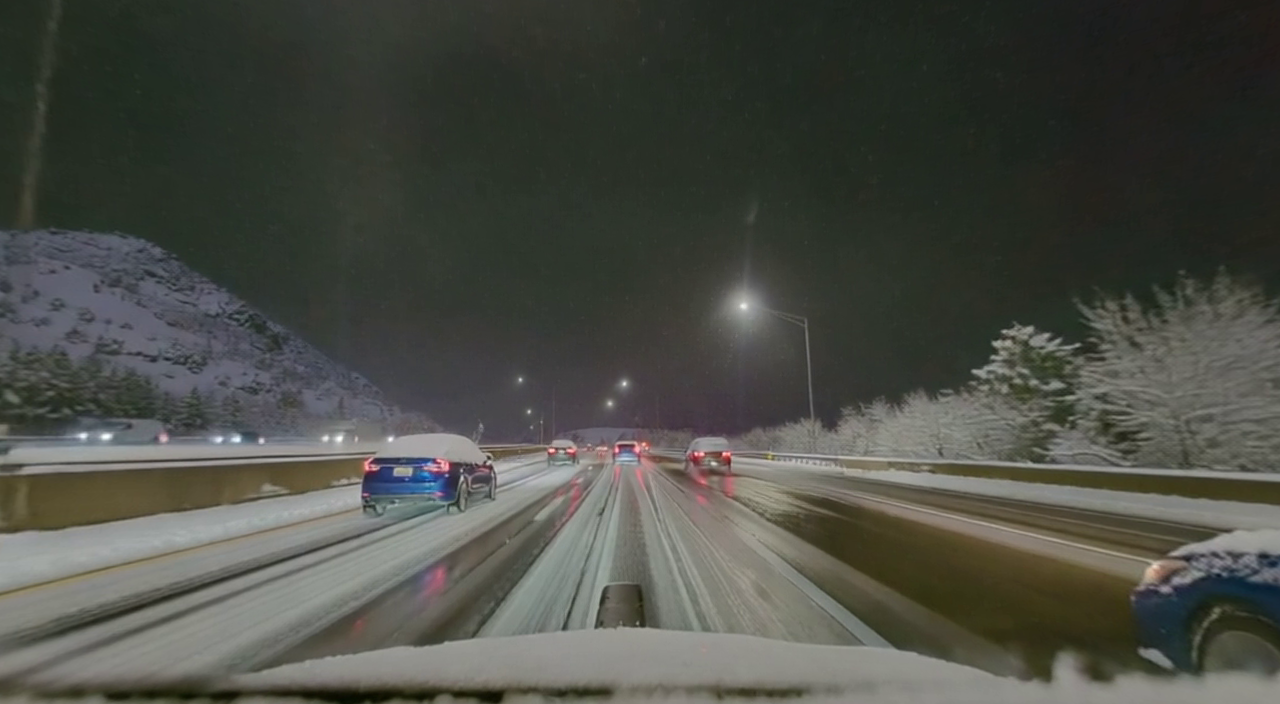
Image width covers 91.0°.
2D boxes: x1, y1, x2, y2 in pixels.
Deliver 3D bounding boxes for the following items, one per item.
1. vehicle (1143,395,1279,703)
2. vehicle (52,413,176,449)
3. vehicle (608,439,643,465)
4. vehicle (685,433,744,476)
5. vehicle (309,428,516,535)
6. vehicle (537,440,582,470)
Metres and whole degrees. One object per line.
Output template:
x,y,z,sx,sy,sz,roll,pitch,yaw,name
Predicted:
3.401,0.656,0.514,2.136,1.511,4.706,0,-9,1,vehicle
-36.355,5.591,43.944,2.560,2.239,7.013,0,-9,0,vehicle
-0.872,6.356,40.051,2.147,1.572,4.094,0,-9,0,vehicle
3.429,4.861,30.056,2.222,1.820,4.733,0,-9,0,vehicle
-3.686,2.177,11.189,1.993,1.500,4.248,0,-9,1,vehicle
-4.124,5.356,32.824,1.796,1.464,3.839,0,-9,0,vehicle
